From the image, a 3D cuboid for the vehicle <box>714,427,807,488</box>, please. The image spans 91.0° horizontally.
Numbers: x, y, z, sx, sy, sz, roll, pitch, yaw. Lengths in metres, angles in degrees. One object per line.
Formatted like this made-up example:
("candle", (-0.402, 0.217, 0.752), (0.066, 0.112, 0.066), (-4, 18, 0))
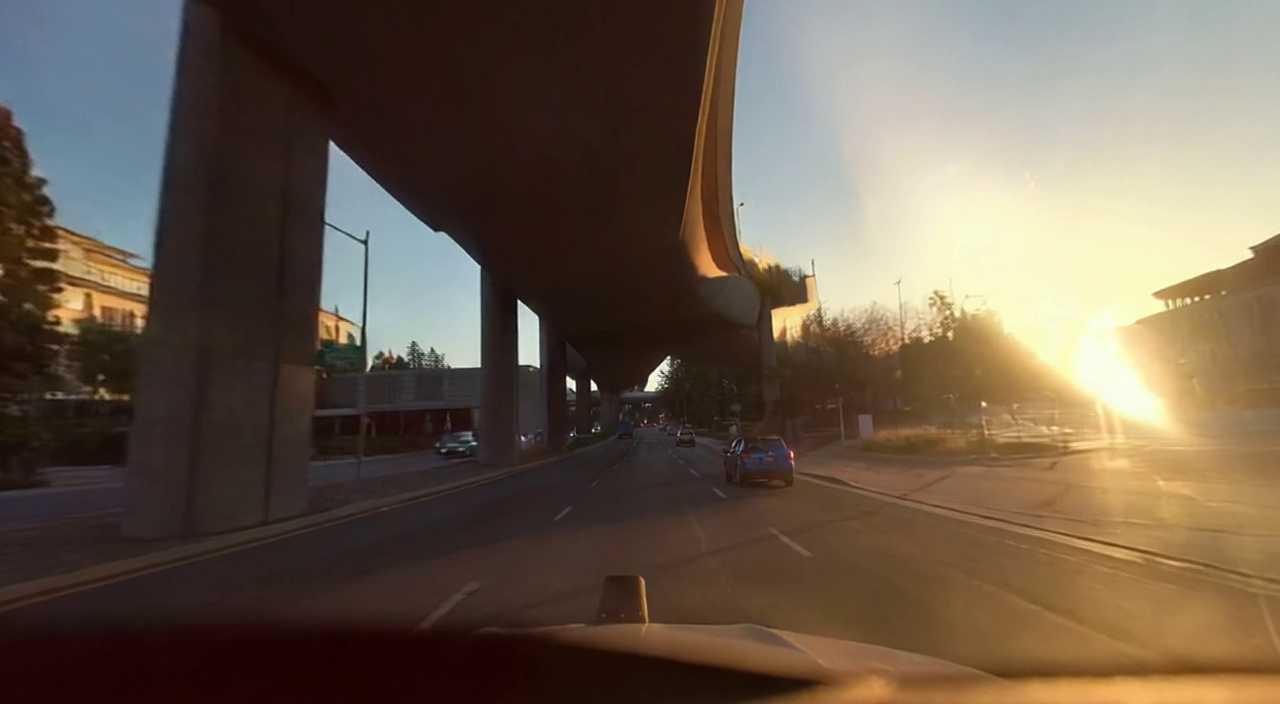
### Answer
("vehicle", (3.707, 3.359, 20.261), (2.110, 1.712, 4.489), (0, -9, 0))
